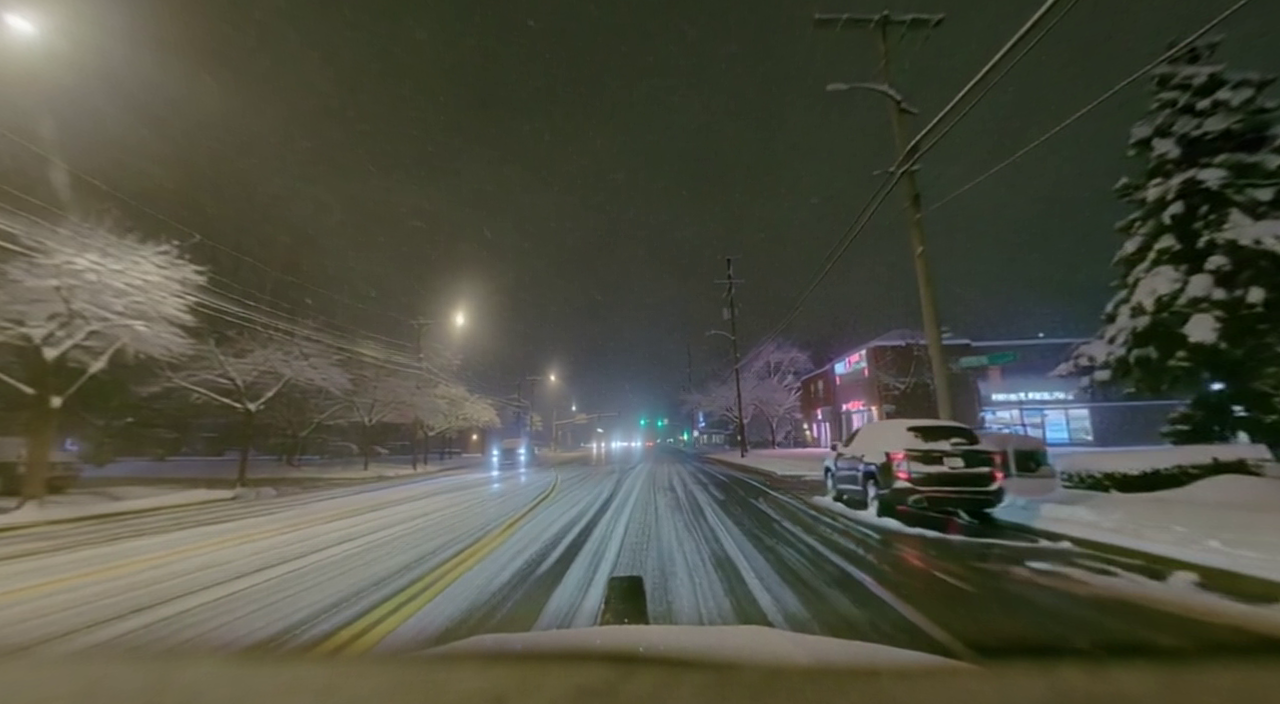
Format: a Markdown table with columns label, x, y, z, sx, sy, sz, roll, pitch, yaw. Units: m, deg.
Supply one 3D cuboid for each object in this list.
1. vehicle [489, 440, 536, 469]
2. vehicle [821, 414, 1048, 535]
| label | x | y | z | sx | sy | sz | roll | pitch | yaw |
| --- | --- | --- | --- | --- | --- | --- | --- | --- | --- |
| vehicle | -7.928 | 6.435 | 39.625 | 1.973 | 1.704 | 4.476 | 0 | -8 | 1 |
| vehicle | 5.235 | 2.239 | 12.155 | 2.182 | 1.850 | 4.705 | 0 | -8 | 2 |
